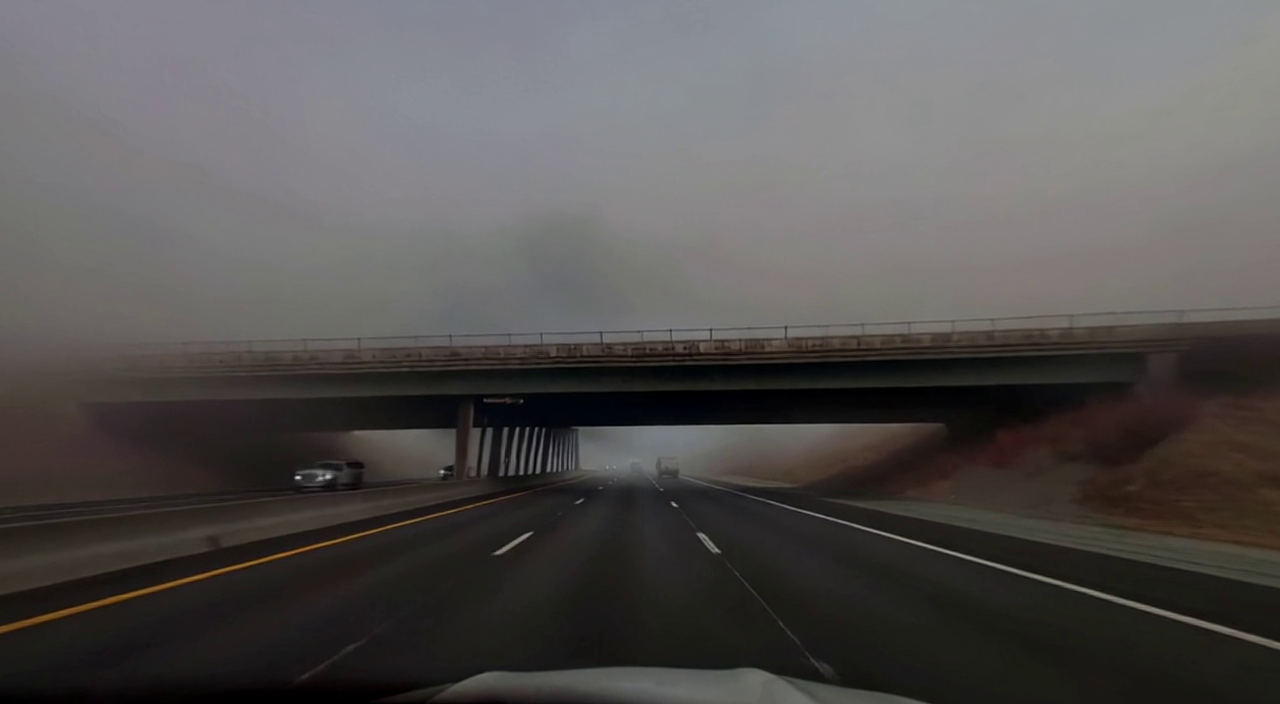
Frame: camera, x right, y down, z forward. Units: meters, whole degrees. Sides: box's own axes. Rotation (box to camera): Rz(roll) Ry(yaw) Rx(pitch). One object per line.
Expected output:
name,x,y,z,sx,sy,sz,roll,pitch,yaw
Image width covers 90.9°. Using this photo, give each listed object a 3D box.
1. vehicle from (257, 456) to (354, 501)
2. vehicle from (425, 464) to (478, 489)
vehicle,-16.181,6.138,30.829,2.033,1.979,4.783,1,-10,0
vehicle,-12.723,8.442,42.825,2.034,1.579,4.707,1,-10,1
